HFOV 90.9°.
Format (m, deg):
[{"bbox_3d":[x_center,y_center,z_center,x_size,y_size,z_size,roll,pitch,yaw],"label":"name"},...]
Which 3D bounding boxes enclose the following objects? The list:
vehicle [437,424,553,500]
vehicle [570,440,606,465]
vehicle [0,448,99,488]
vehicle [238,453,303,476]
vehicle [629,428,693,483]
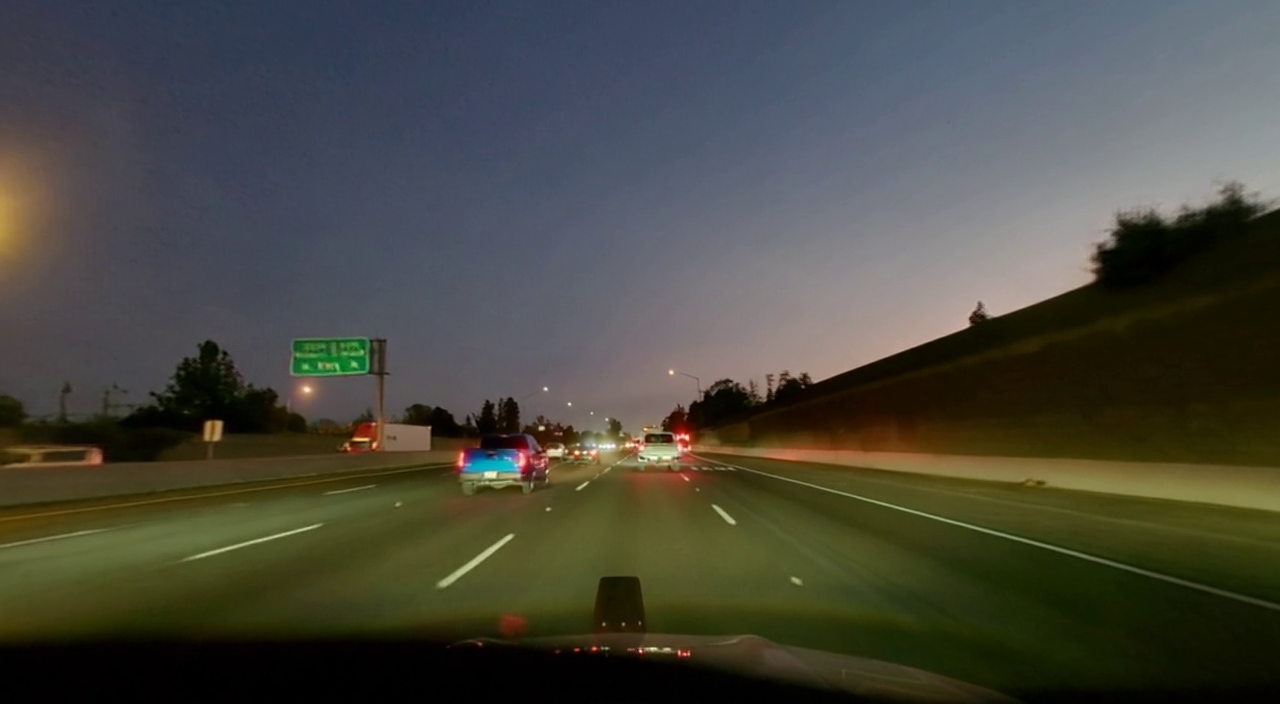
[{"bbox_3d":[-3.796,3.007,17.616,1.954,1.792,5.187,0,-9,1],"label":"vehicle"},{"bbox_3d":[-3.497,6.869,43.398,1.961,1.591,4.756,0,-8,1],"label":"vehicle"},{"bbox_3d":[-28.257,5.242,28.726,2.174,1.678,5.678,0,-8,1],"label":"vehicle"},{"bbox_3d":[-24.408,7.409,41.779,1.840,1.373,3.920,0,-9,2],"label":"vehicle"},{"bbox_3d":[0.740,3.771,23.222,2.083,1.792,4.782,0,-9,1],"label":"vehicle"}]
